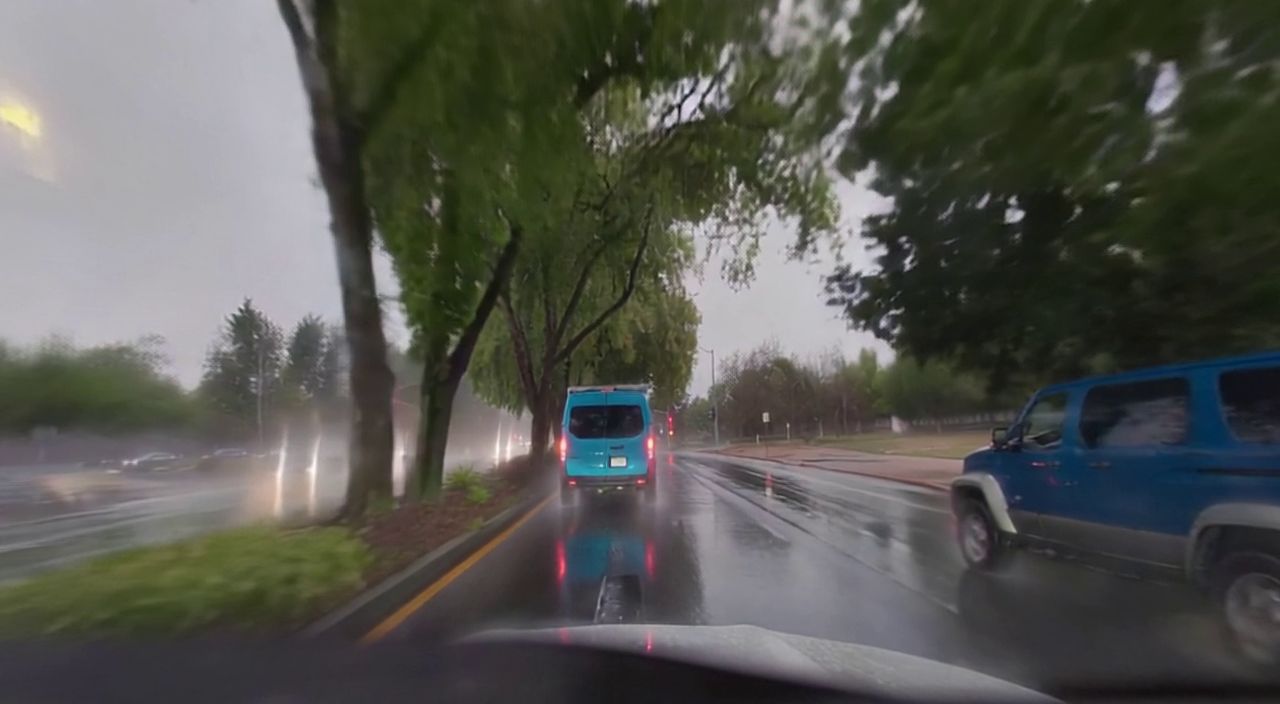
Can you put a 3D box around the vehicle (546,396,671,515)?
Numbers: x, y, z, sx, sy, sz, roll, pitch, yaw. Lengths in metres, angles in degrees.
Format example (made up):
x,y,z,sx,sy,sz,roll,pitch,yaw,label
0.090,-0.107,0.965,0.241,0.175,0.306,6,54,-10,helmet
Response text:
x,y,z,sx,sy,sz,roll,pitch,yaw,label
-0.517,2.102,13.124,2.145,2.046,4.309,0,-9,1,vehicle

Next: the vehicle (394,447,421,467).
x,y,z,sx,sy,sz,roll,pitch,yaw,label
-18.073,8.163,49.224,1.833,1.504,4.141,3,-9,-18,vehicle

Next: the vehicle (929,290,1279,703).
x,y,z,sx,sy,sz,roll,pitch,yaw,label
3.753,0.862,3.928,1.988,1.873,3.968,0,-9,0,vehicle
